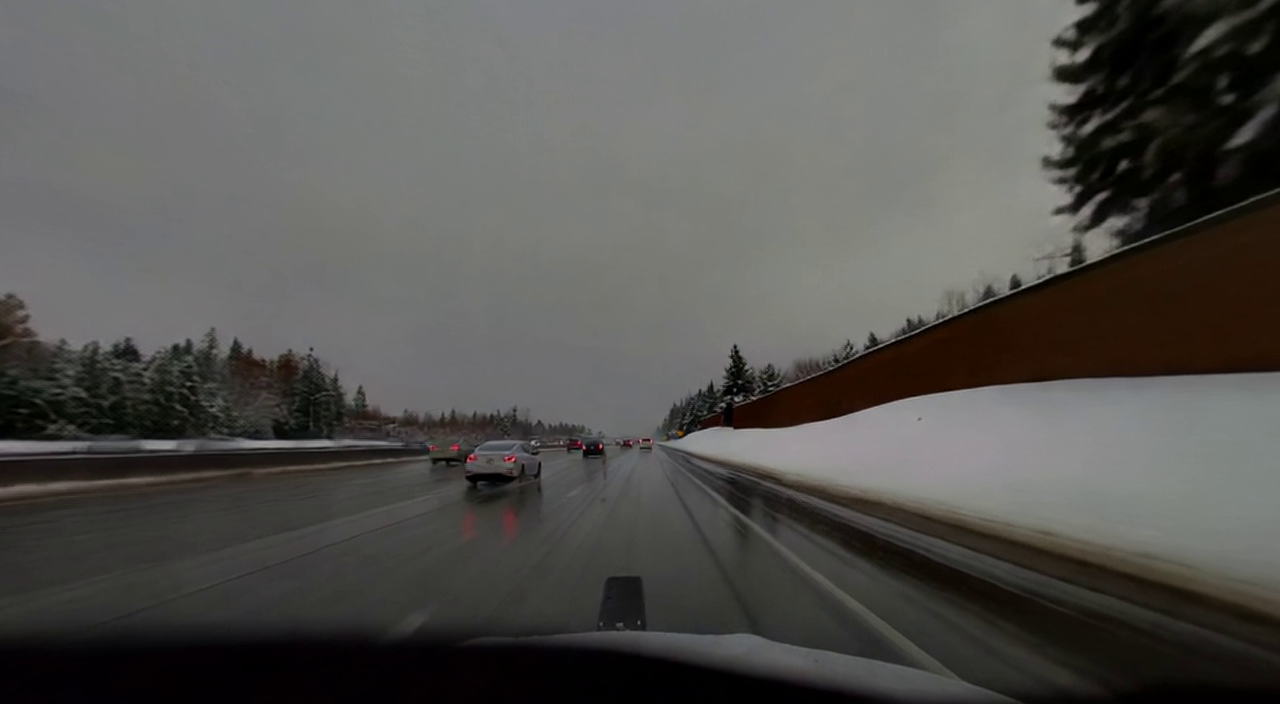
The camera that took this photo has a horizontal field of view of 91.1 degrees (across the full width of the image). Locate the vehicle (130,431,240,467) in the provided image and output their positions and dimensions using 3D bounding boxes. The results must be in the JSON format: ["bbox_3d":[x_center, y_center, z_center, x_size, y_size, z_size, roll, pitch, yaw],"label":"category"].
[{"bbox_3d":[-24.518,5.220,34.134,2.109,1.752,5.160,-1,-8,1],"label":"vehicle"}]

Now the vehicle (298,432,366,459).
[{"bbox_3d":[-21.006,6.379,43.100,2.089,1.701,5.106,-1,-8,0],"label":"vehicle"}]

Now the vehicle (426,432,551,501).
[{"bbox_3d":[-3.694,2.865,16.318,1.945,1.484,4.803,-1,-8,1],"label":"vehicle"}]
